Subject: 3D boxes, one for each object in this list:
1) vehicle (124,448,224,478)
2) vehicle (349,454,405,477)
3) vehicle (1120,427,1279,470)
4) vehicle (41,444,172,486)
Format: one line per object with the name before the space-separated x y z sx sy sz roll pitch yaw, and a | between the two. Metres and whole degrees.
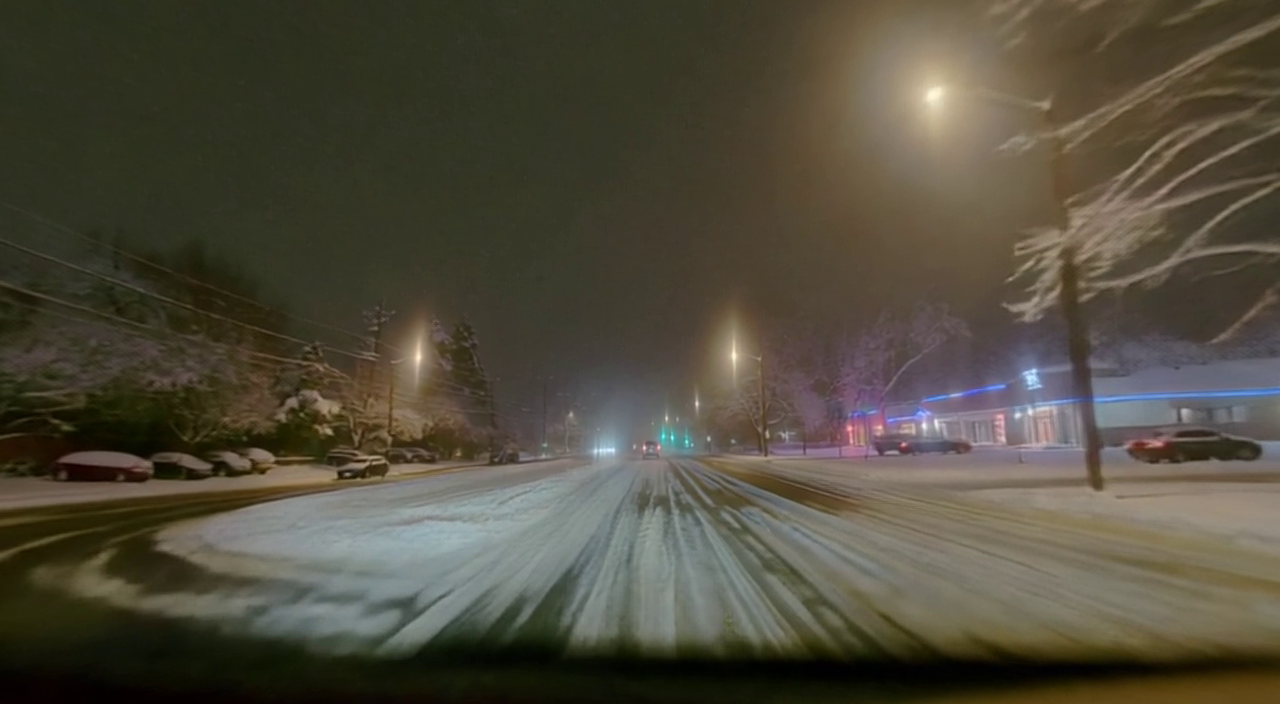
vehicle | -26.815 6.382 36.379 4.106 1.698 2.072 0 -8 2
vehicle | -18.503 7.973 44.595 1.815 1.453 4.870 0 -8 1
vehicle | 22.247 3.839 25.283 2.009 1.533 5.047 0 -8 0
vehicle | -26.313 5.563 31.356 4.633 1.923 2.074 5 -10 -33
